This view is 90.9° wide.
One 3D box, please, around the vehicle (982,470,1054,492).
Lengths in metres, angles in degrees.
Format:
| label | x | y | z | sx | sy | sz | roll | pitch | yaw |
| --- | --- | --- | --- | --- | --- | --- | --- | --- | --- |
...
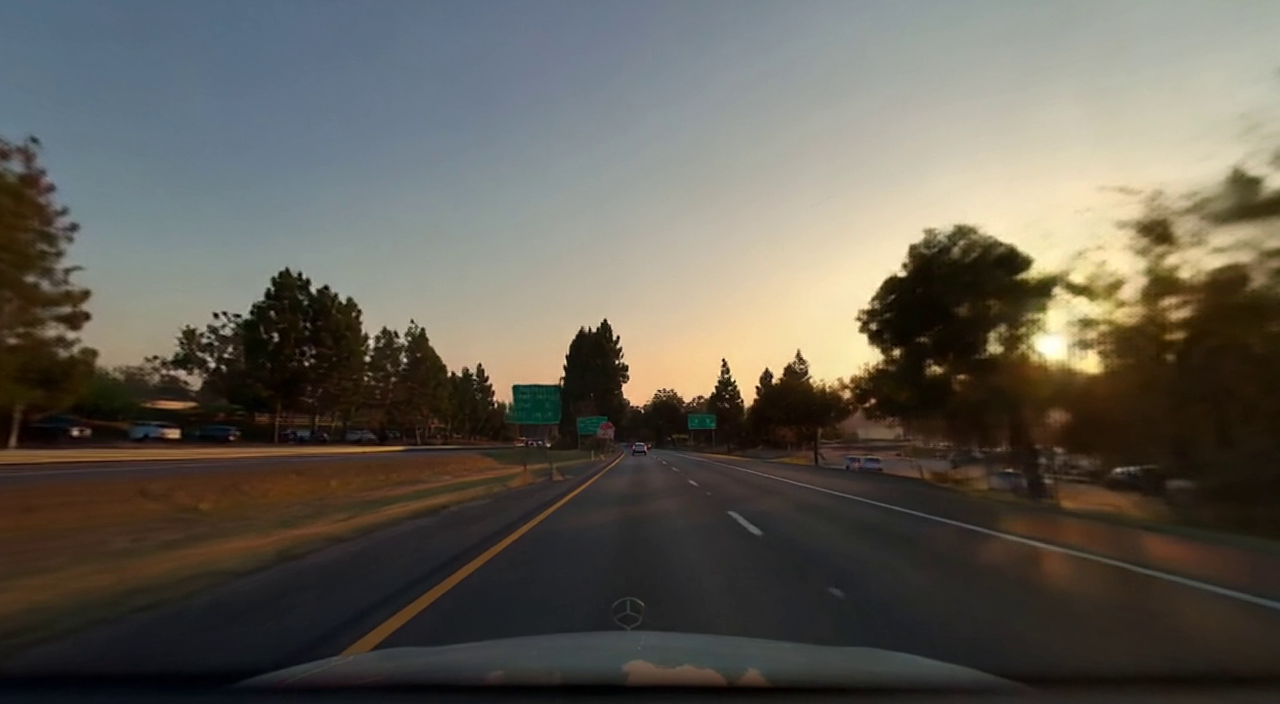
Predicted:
| label | x | y | z | sx | sy | sz | roll | pitch | yaw |
| --- | --- | --- | --- | --- | --- | --- | --- | --- | --- |
| vehicle | 28.822 | 9.833 | 48.257 | 4.599 | 1.466 | 1.982 | -4 | -9 | 28 |

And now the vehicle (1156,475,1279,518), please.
| label | x | y | z | sx | sy | sz | roll | pitch | yaw |
| --- | --- | --- | --- | --- | --- | --- | --- | --- | --- |
| vehicle | 29.184 | 7.149 | 31.492 | 4.895 | 1.819 | 2.060 | -5 | -10 | 32 |
